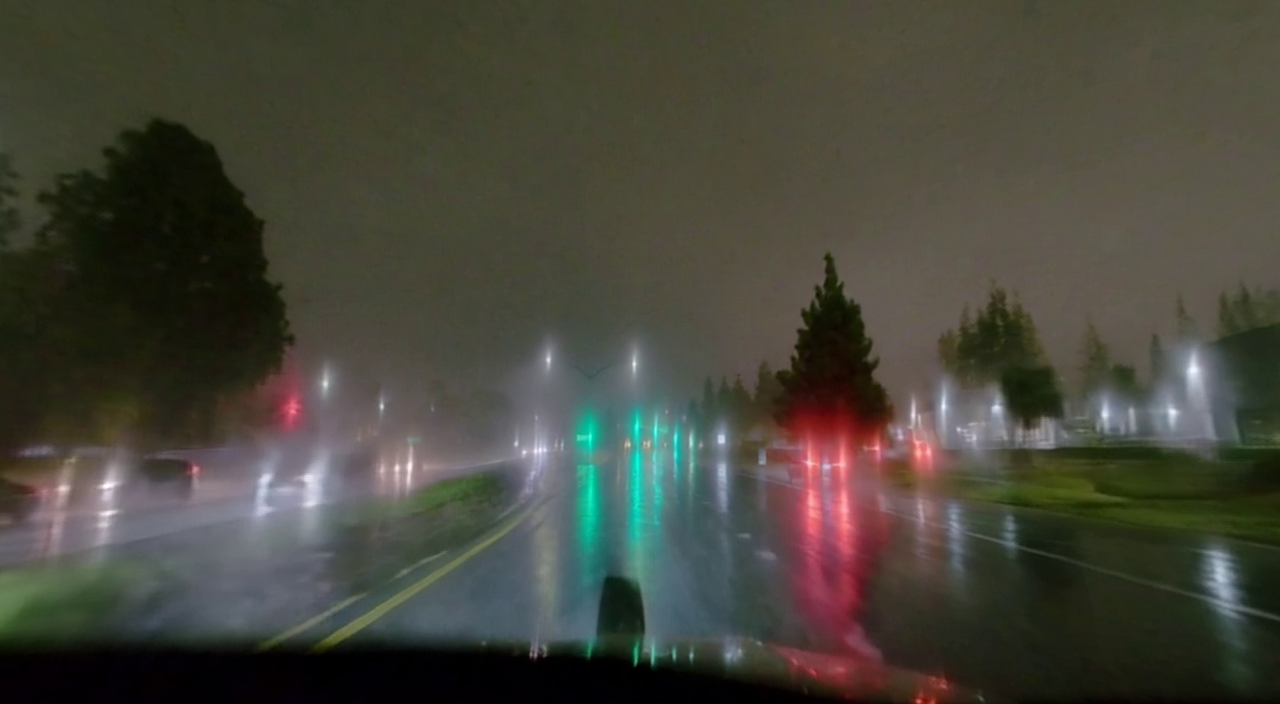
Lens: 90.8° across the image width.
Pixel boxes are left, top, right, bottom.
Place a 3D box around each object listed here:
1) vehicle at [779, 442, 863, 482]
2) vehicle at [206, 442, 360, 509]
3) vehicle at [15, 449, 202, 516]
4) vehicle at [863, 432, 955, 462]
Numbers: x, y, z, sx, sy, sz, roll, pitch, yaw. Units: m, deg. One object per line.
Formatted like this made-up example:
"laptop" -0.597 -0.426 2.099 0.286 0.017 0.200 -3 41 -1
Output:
"vehicle" 7.197 4.409 25.652 1.961 1.465 4.468 0 -8 -2
"vehicle" -9.670 3.326 17.549 1.972 1.626 3.940 0 -8 0
"vehicle" -17.865 4.327 21.714 1.926 1.684 5.378 -3 -6 -1
"vehicle" 16.626 5.886 39.223 4.807 1.768 1.947 0 -8 2
